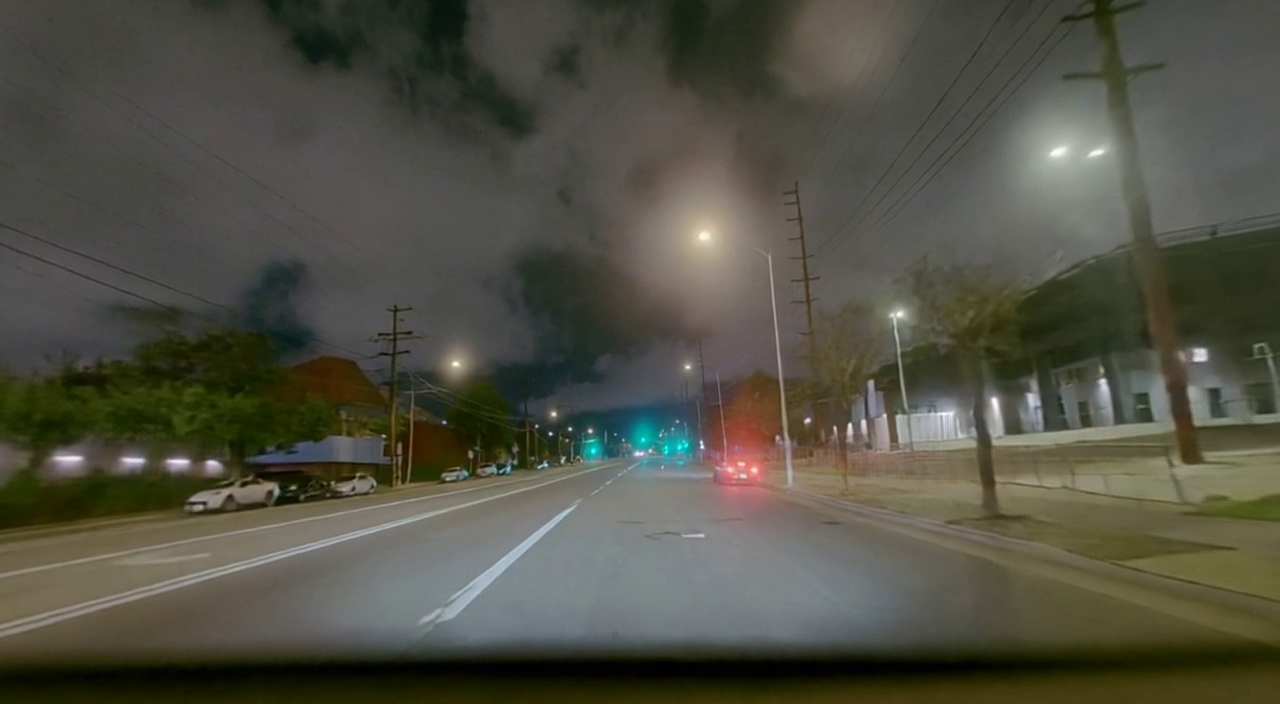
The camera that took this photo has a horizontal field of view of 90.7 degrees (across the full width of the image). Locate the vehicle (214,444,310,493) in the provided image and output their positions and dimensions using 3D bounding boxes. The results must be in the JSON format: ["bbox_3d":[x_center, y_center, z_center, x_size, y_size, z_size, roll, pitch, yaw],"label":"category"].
[{"bbox_3d":[-24.789,7.672,41.717,4.857,2.616,2.616,-3,-10,-16],"label":"vehicle"}]

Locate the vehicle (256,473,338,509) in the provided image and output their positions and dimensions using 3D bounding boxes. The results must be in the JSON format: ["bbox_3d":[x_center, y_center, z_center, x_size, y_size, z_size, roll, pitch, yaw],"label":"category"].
[{"bbox_3d":[-17.437,7.031,32.398,1.845,1.450,4.457,-6,-10,-1],"label":"vehicle"}]

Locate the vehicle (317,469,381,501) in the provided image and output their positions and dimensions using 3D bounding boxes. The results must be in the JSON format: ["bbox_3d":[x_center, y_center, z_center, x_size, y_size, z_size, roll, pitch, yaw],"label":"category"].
[{"bbox_3d":[-17.379,7.912,37.996,1.852,1.551,4.276,-6,-10,-1],"label":"vehicle"}]

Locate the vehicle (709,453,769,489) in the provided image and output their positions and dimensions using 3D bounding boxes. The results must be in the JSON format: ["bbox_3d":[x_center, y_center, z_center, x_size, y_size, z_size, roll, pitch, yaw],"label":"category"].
[{"bbox_3d":[4.459,5.403,29.111,2.002,1.459,4.357,0,-9,0],"label":"vehicle"}]

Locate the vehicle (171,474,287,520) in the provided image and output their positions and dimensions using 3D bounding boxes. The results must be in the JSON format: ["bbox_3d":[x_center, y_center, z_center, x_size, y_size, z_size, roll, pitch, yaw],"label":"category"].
[{"bbox_3d":[-17.408,6.138,27.124,1.892,1.515,4.622,-6,-11,0],"label":"vehicle"}]
